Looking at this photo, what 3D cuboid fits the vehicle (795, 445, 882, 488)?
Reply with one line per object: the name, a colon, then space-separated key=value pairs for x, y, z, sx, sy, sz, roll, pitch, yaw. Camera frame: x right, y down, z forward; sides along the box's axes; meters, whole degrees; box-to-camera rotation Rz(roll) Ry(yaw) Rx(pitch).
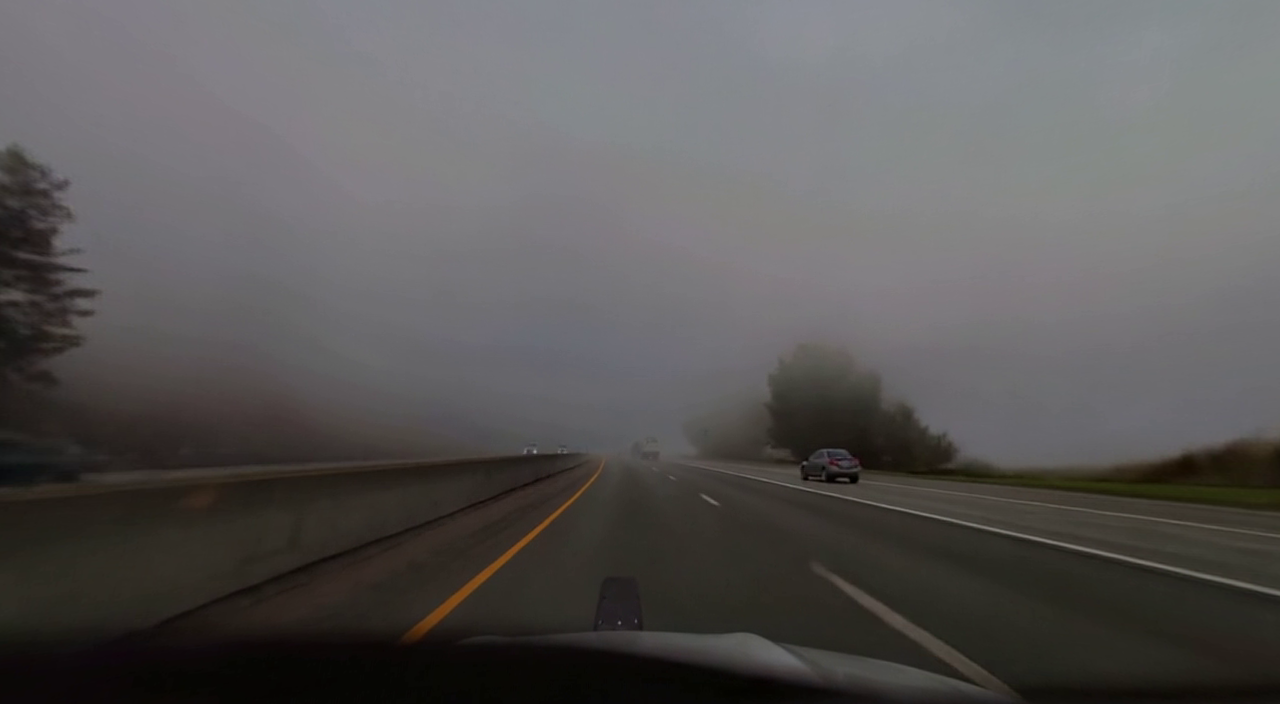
vehicle: x=7.402 y=4.311 z=23.890 sx=1.942 sy=1.462 sz=3.926 roll=0 pitch=-9 yaw=-1
